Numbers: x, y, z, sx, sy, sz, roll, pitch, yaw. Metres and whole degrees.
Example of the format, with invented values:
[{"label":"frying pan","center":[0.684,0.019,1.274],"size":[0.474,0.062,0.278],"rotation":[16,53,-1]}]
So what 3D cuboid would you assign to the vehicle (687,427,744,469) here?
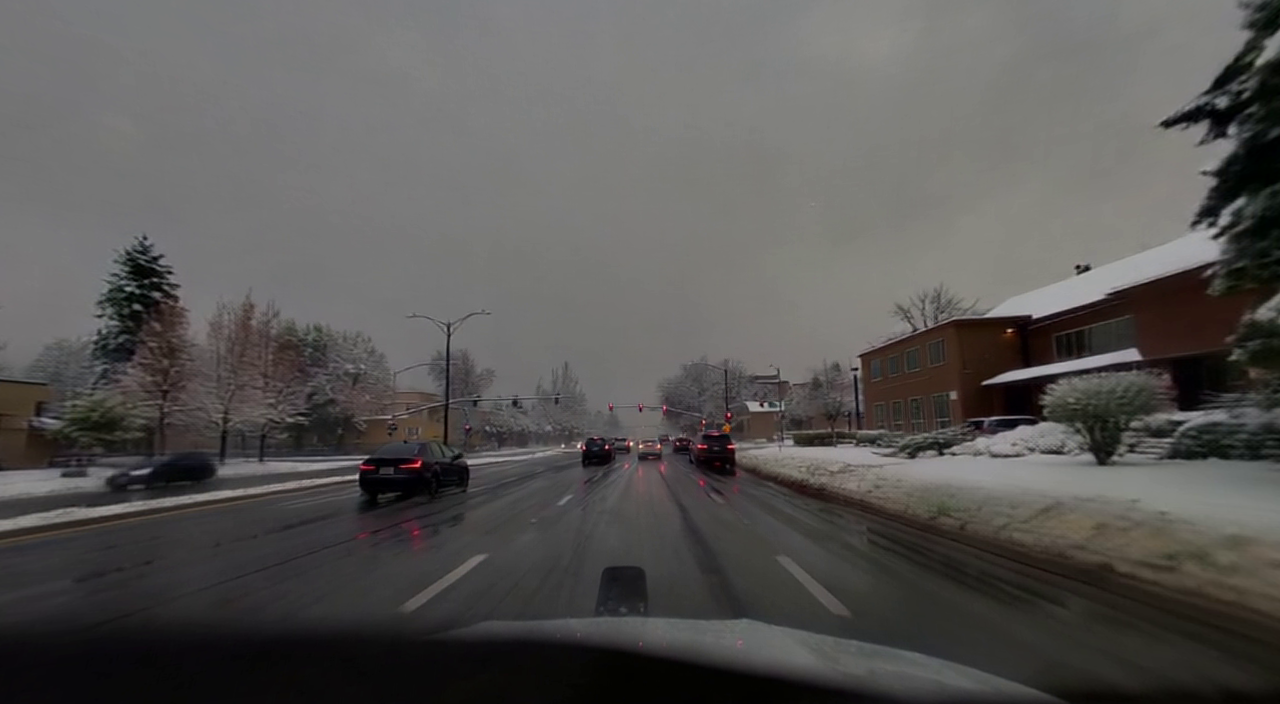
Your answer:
[{"label":"vehicle","center":[3.509,4.606,30.155],"size":[2.141,1.833,4.704],"rotation":[0,-8,-1]}]

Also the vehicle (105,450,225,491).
[{"label":"vehicle","center":[-19.282,4.782,25.741],"size":[1.717,1.486,4.238],"rotation":[0,-8,-3]}]

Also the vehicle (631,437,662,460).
[{"label":"vehicle","center":[0.431,6.484,42.393],"size":[2.021,1.461,3.862],"rotation":[0,-8,0]}]

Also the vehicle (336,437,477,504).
[{"label":"vehicle","center":[-5.743,2.947,16.161],"size":[1.926,1.465,4.620],"rotation":[0,-8,-1]}]

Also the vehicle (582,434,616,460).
[{"label":"vehicle","center":[-2.741,6.479,42.980],"size":[1.912,1.703,4.261],"rotation":[0,-8,2]}]
